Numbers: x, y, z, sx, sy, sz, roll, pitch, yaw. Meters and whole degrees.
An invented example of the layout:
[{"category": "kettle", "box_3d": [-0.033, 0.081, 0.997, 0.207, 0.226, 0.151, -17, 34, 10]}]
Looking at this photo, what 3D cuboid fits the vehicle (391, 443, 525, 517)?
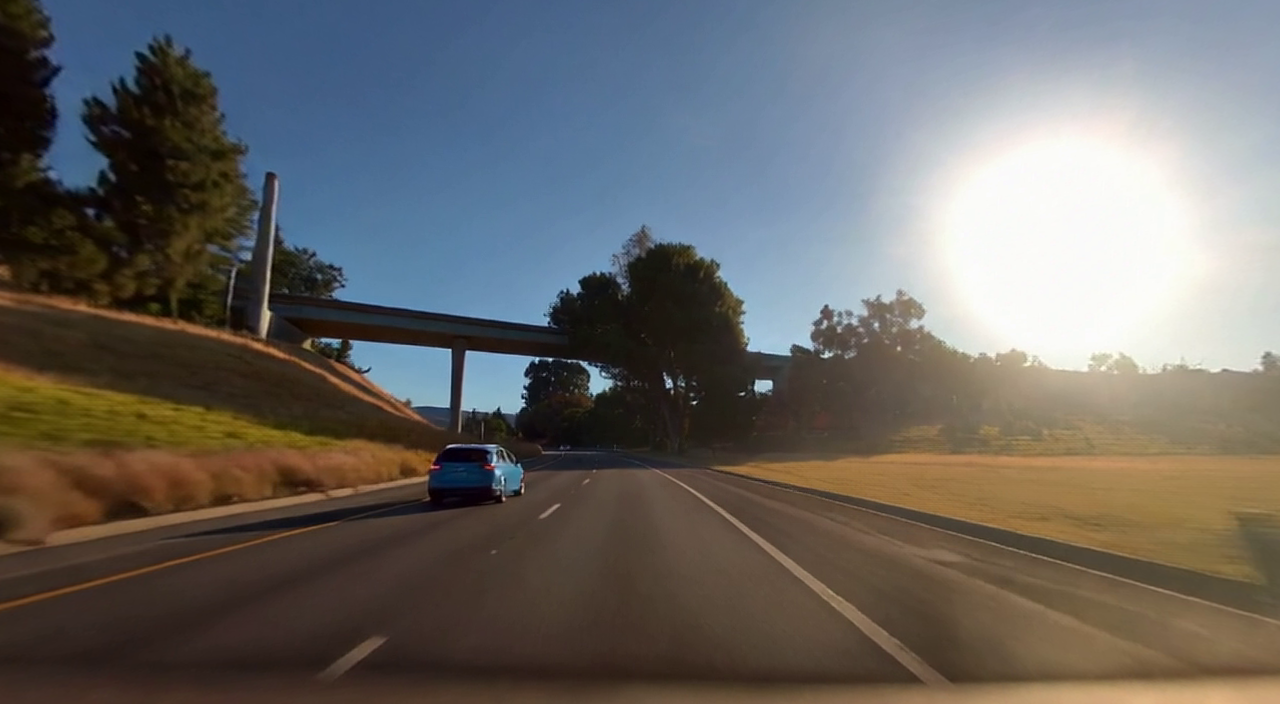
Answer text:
[{"category": "vehicle", "box_3d": [-4.210, 3.005, 15.413, 1.968, 1.503, 4.443, -1, -9, 0]}]
